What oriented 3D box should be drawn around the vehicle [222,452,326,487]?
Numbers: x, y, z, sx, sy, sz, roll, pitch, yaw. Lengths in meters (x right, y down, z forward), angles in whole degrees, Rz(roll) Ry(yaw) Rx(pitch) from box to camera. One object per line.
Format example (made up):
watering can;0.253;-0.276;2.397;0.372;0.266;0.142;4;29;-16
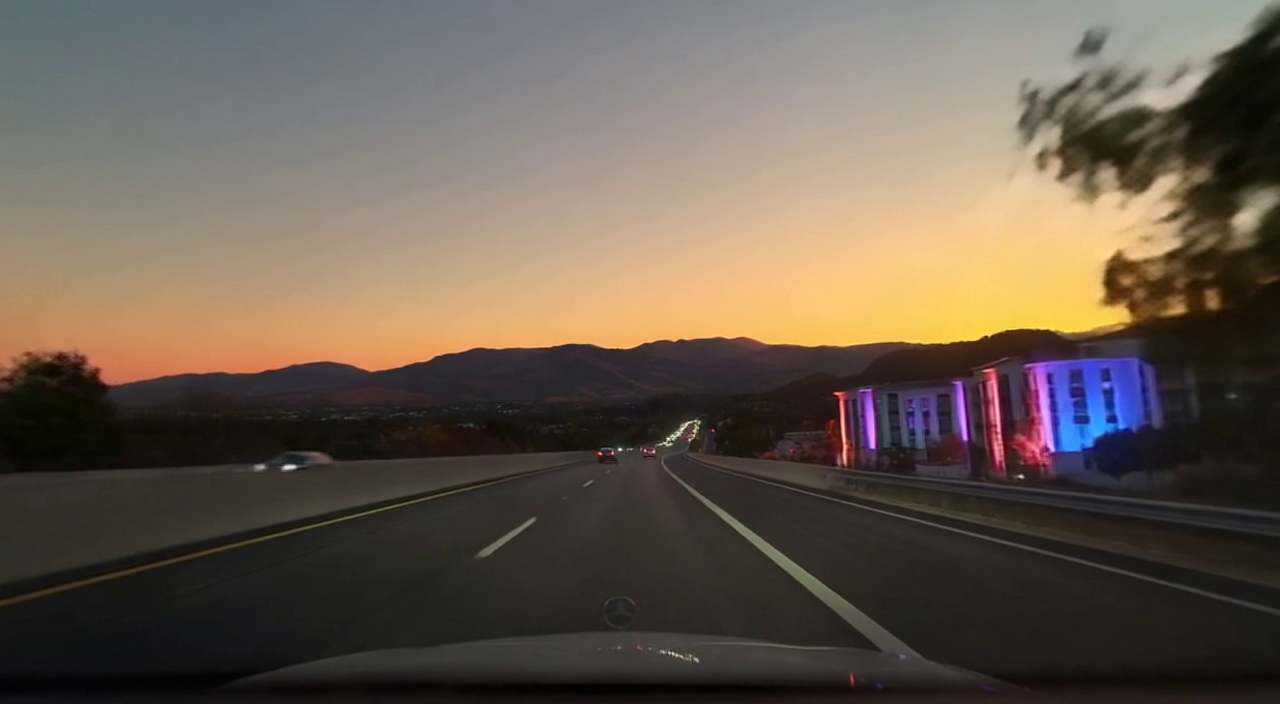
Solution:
vehicle;-16.997;5.453;29.427;2.097;1.498;4.604;-1;-9;1
